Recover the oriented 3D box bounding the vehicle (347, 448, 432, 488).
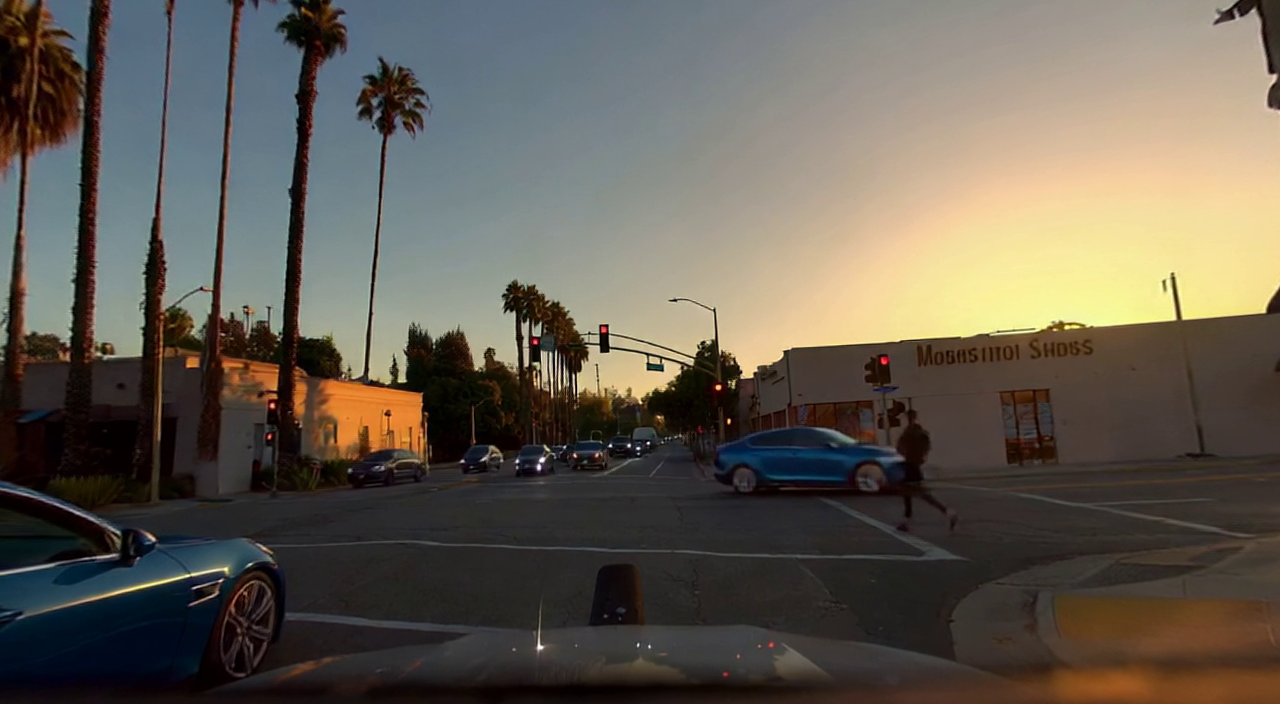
[{"bbox_3d":[-12.607,5.847,32.147,1.870,1.705,4.426,-7,-10,11],"label":"vehicle"}]

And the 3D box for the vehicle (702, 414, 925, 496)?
[{"bbox_3d":[4.143,2.491,15.446,4.775,1.709,2.092,-6,-11,34],"label":"vehicle"}]

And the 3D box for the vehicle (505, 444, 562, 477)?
[{"bbox_3d":[-5.043,5.197,30.522,1.839,1.468,4.549,0,-9,2],"label":"vehicle"}]

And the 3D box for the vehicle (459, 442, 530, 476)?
[{"bbox_3d":[-8.267,6.227,36.590,2.050,1.792,5.507,-2,-10,9],"label":"vehicle"}]

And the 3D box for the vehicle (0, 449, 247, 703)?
[{"bbox_3d":[-3.705,1.021,2.253,1.850,1.325,4.295,0,-9,0],"label":"vehicle"}]

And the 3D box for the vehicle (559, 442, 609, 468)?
[{"bbox_3d":[-3.588,6.734,41.408,2.072,1.613,4.386,-2,-9,12],"label":"vehicle"}]
